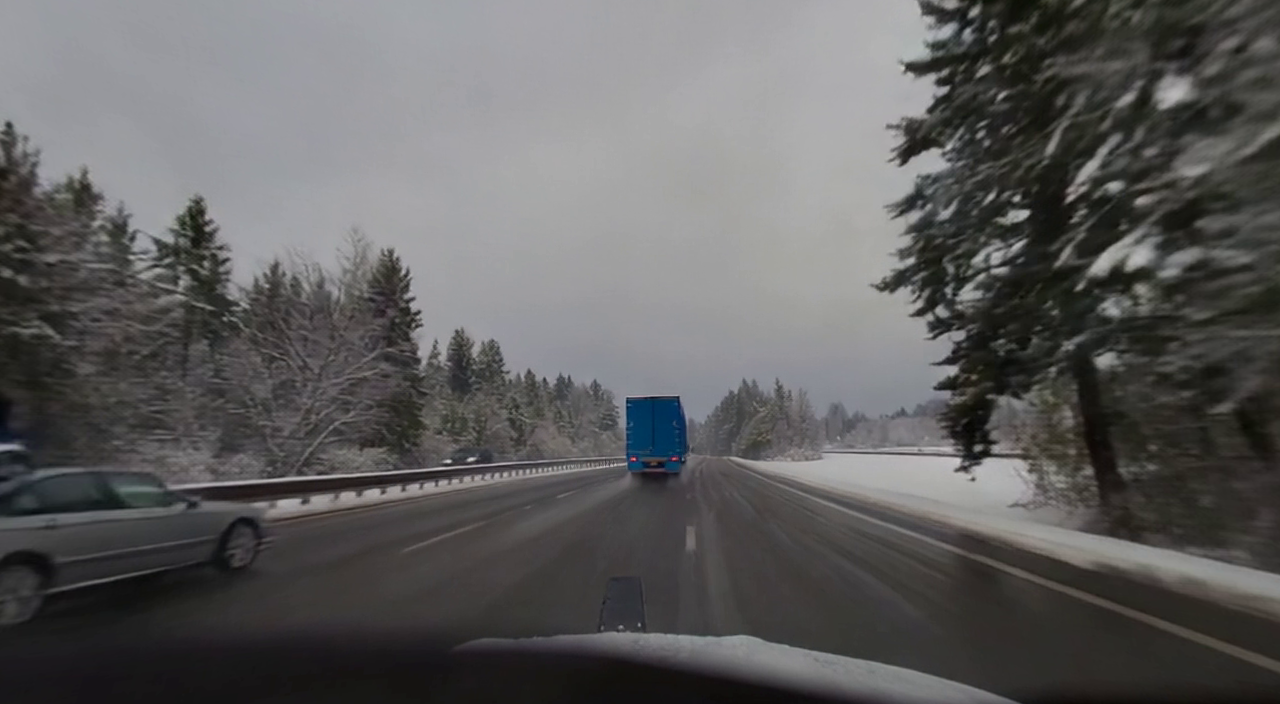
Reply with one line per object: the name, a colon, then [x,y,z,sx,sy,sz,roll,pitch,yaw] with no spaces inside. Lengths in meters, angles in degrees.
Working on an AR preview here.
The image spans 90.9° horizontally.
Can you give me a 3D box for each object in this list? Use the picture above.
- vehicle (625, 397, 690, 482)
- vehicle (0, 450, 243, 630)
vehicle: [1.138,4.706,33.415,2.821,3.878,8.925,-1,-9,5]
vehicle: [-5.966,1.472,5.027,2.133,1.358,4.870,-1,-9,5]
